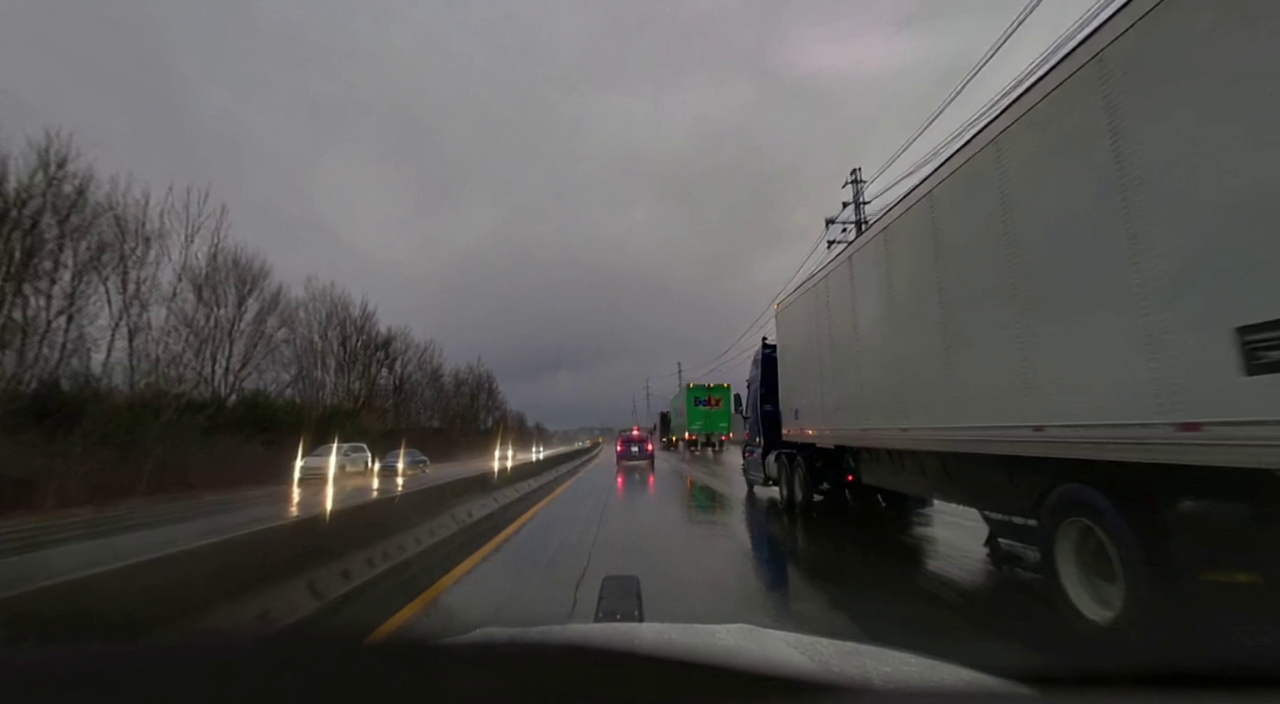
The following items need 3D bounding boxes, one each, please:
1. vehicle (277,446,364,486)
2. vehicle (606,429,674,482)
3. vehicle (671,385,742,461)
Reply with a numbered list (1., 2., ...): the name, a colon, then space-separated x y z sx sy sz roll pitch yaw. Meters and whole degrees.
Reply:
1. vehicle: -17.875 6.356 35.532 2.260 2.015 5.352 0 -8 -2
2. vehicle: -0.058 3.384 20.953 2.062 1.581 3.914 0 -8 -2
3. vehicle: 3.607 4.201 36.526 2.835 3.872 8.916 0 -8 -2
